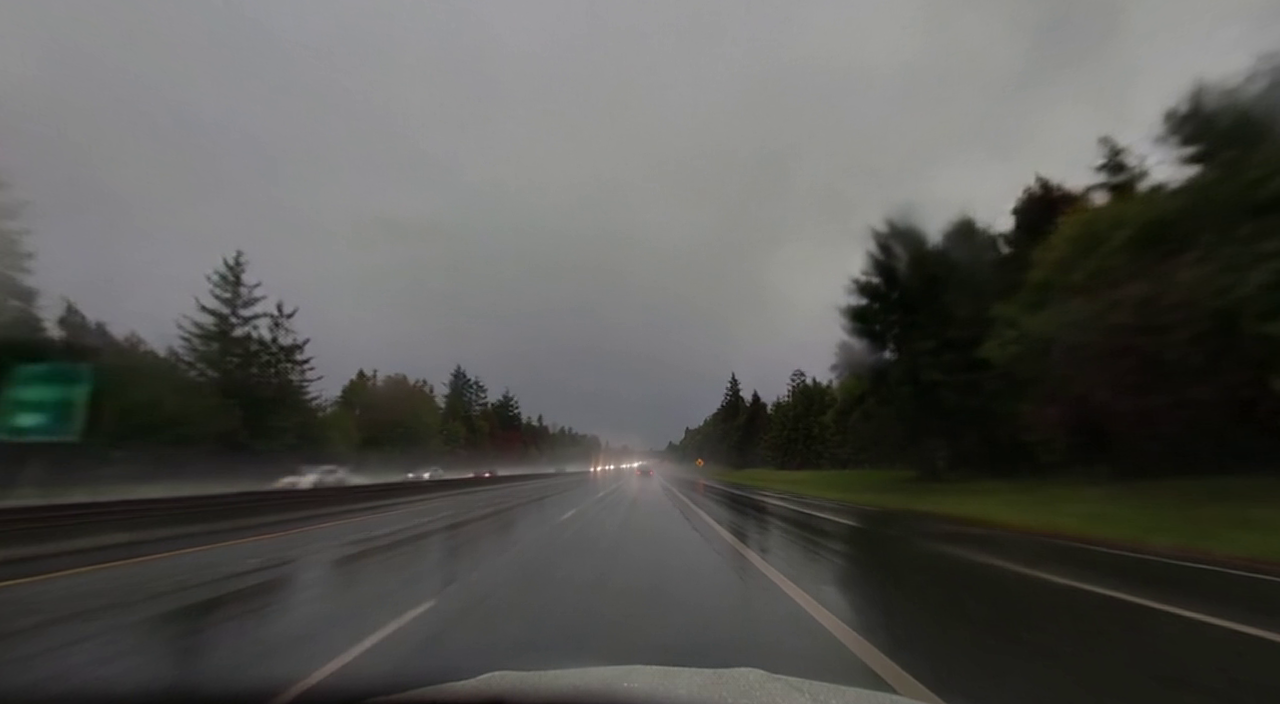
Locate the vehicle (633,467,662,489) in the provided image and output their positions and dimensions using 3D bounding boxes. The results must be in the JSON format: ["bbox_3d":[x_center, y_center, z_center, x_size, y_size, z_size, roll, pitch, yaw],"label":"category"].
[{"bbox_3d":[0.514,9.315,46.639,2.016,1.530,4.009,1,-10,0],"label":"vehicle"}]

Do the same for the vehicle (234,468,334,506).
[{"bbox_3d":[-15.757,5.970,28.165,1.863,1.525,4.211,1,-11,1],"label":"vehicle"}]
